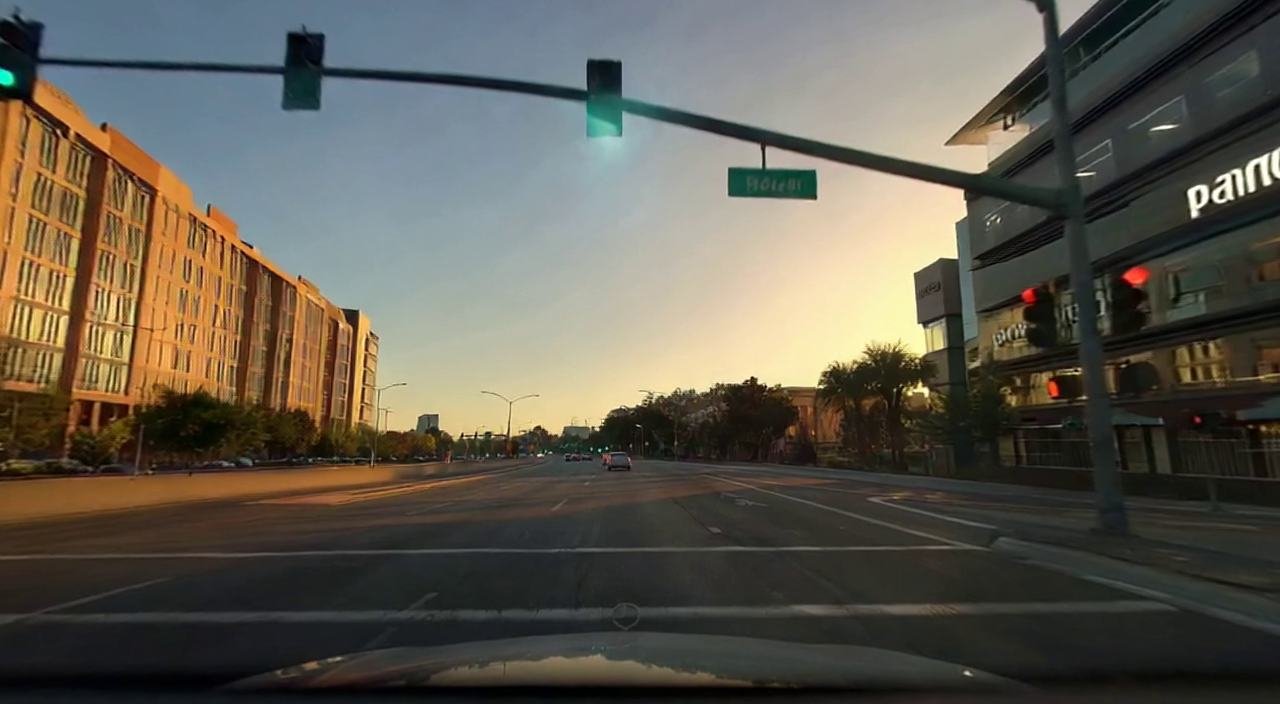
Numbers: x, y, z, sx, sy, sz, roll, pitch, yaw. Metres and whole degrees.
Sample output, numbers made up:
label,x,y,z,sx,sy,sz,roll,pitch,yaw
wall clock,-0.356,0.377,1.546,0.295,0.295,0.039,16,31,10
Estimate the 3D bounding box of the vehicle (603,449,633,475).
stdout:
label,x,y,z,sx,sy,sz,roll,pitch,yaw
vehicle,-1.632,7.821,45.068,2.038,1.682,3.844,0,-8,-4
